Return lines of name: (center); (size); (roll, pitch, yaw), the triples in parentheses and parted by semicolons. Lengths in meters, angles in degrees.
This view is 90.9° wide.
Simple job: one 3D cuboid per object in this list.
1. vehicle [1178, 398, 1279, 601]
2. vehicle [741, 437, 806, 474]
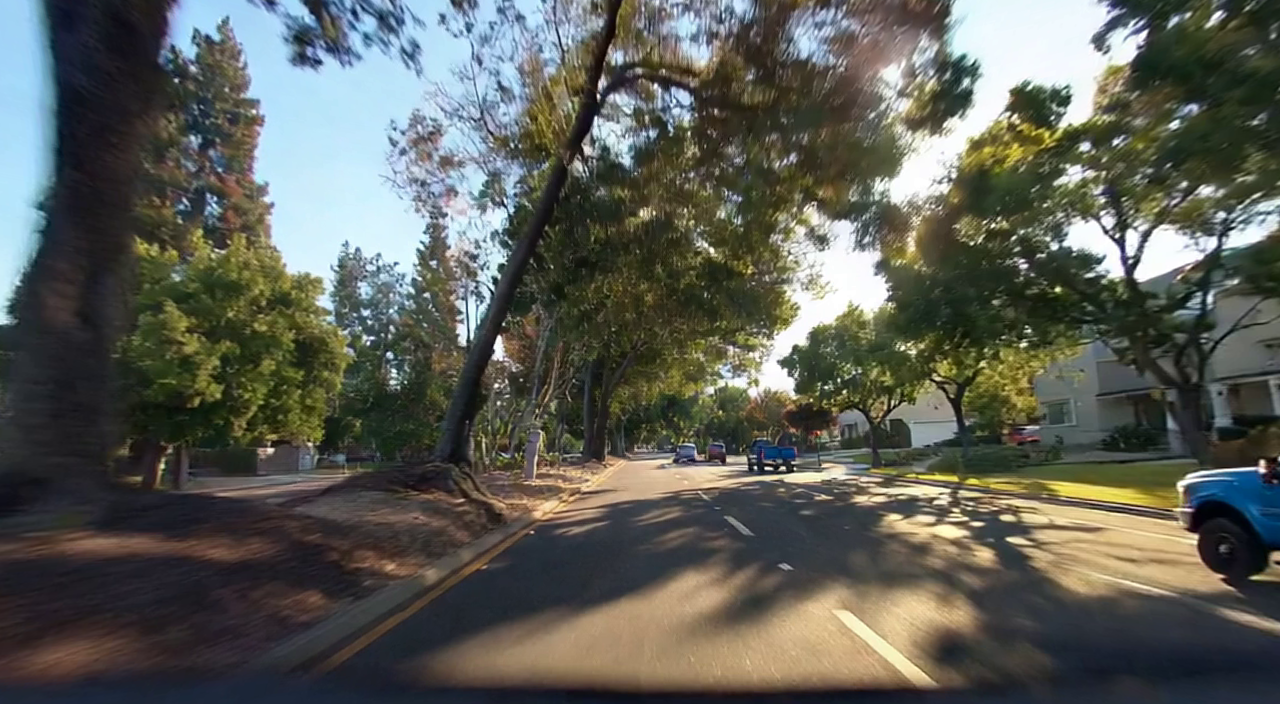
vehicle: (6.342, 1.037, 3.958); (1.991, 1.684, 4.425); (0, -8, 0)
vehicle: (6.905, 5.456, 33.374); (2.262, 1.769, 5.666); (0, -8, 0)
